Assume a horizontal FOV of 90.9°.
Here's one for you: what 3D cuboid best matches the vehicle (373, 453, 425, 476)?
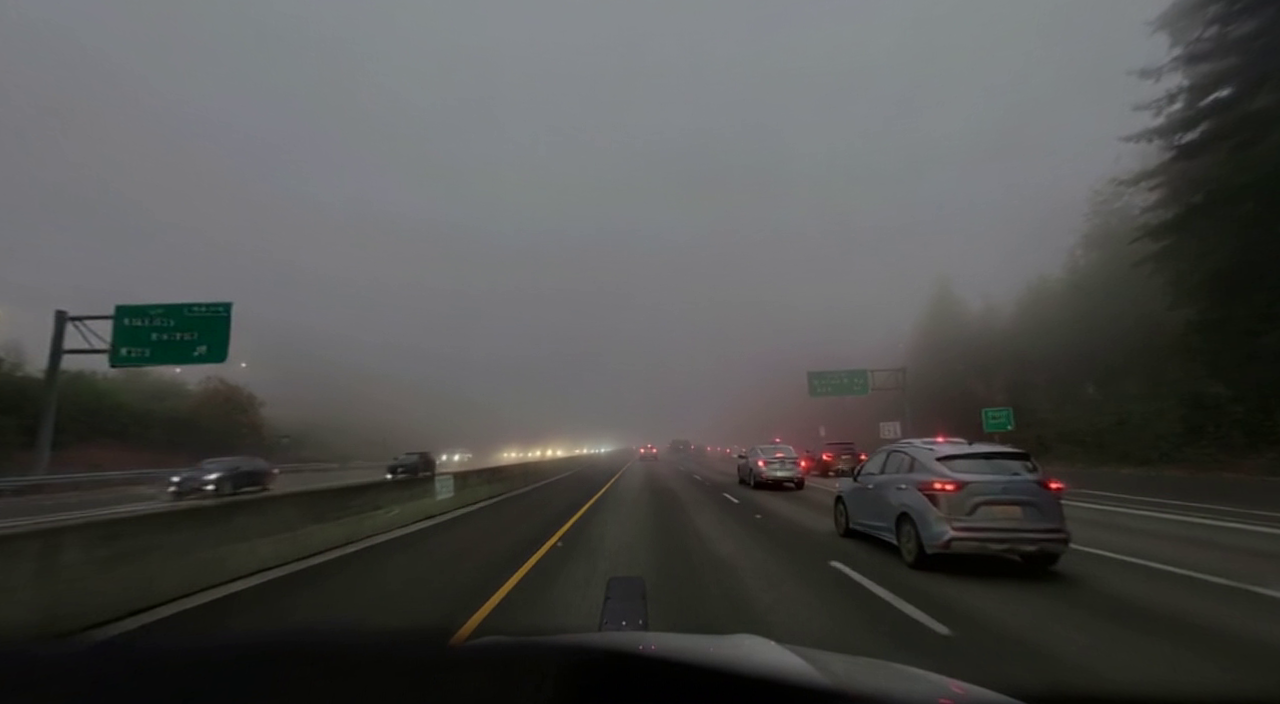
[{"bbox_3d":[-16.617,7.746,43.704,1.839,1.442,4.392,0,-8,0],"label":"vehicle"}]

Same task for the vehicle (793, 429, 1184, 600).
[{"bbox_3d":[3.619,1.768,7.901,2.198,1.467,4.675,0,-8,-1],"label":"vehicle"}]

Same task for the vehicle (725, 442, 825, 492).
[{"bbox_3d":[4.342,3.792,21.303,2.223,1.483,5.075,0,-8,-1],"label":"vehicle"}]

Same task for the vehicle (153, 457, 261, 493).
[{"bbox_3d":[-20.380,5.794,29.941,1.849,1.463,4.477,0,-8,2],"label":"vehicle"}]
